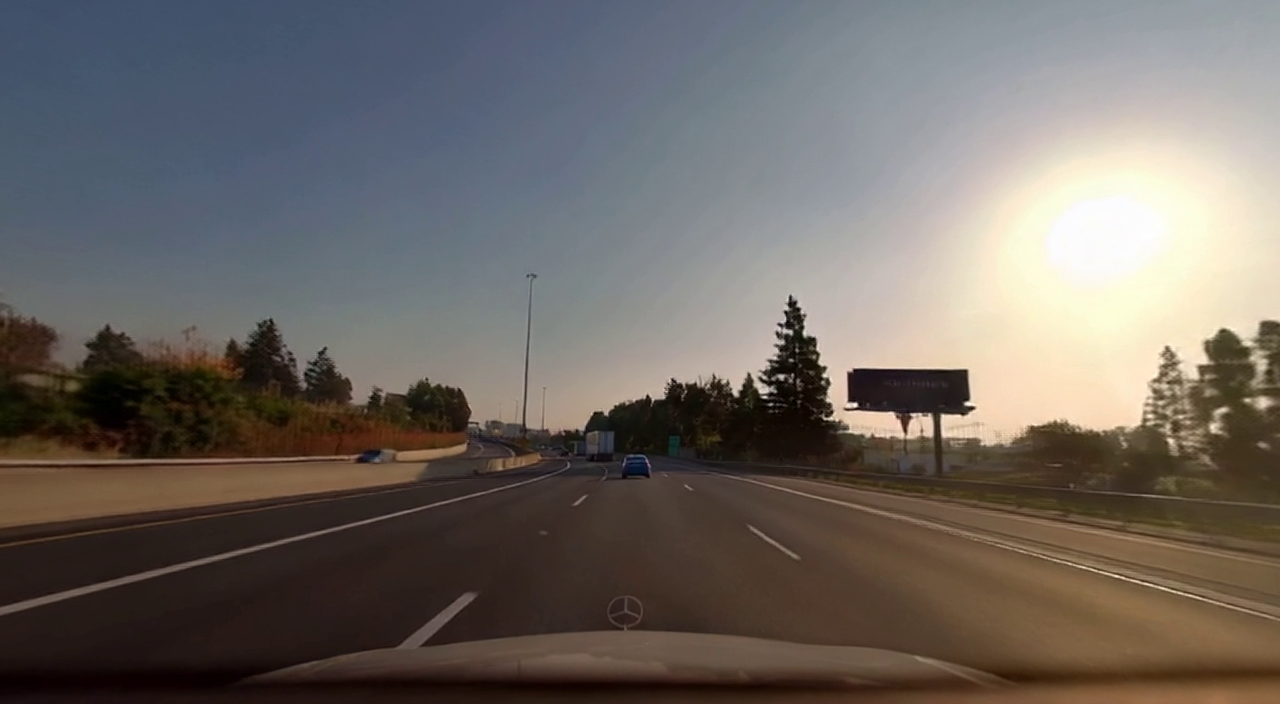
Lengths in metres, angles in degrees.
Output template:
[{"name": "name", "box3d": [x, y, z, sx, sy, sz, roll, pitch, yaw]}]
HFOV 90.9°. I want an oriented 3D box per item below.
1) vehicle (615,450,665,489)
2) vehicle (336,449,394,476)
[{"name": "vehicle", "box3d": [-0.037, 5.163, 28.073, 2.042, 1.528, 4.300, 0, -8, -1]}, {"name": "vehicle", "box3d": [-18.731, 7.496, 43.173, 2.028, 1.686, 4.725, 0, -8, -3]}]
